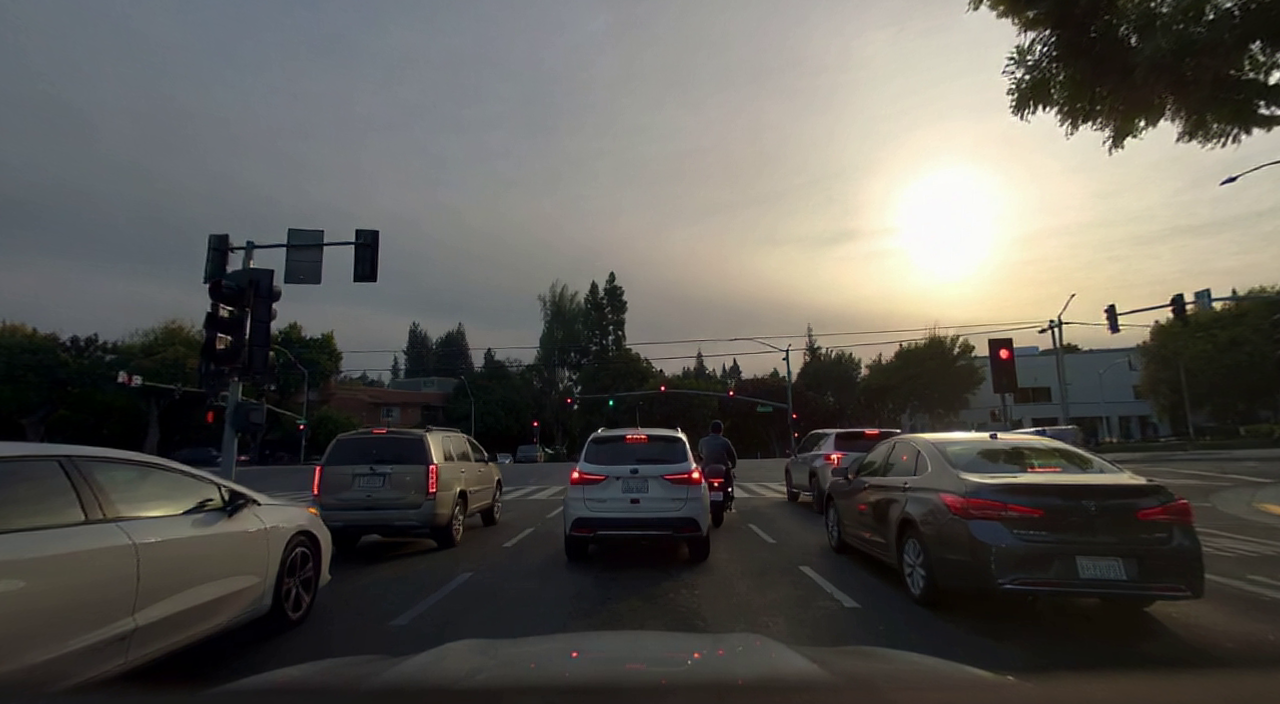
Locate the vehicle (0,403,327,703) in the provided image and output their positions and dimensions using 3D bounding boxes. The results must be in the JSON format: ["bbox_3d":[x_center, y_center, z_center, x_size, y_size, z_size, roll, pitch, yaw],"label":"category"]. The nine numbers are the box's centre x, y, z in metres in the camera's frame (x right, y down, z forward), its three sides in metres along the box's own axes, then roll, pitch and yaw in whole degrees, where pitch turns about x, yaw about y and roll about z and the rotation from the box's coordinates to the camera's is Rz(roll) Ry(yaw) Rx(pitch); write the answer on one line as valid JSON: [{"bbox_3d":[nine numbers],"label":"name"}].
[{"bbox_3d":[-3.355,0.947,2.364,1.863,1.495,4.667,0,-8,2],"label":"vehicle"}]

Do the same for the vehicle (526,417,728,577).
[{"bbox_3d":[-0.103,1.800,8.544,2.106,1.655,3.717,0,-8,1],"label":"vehicle"}]

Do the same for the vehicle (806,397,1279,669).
[{"bbox_3d":[3.224,1.442,6.186,2.006,1.659,4.462,0,-8,1],"label":"vehicle"}]

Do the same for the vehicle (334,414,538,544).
[{"bbox_3d":[-3.229,2.115,11.155,2.048,1.805,4.405,0,-8,1],"label":"vehicle"}]
